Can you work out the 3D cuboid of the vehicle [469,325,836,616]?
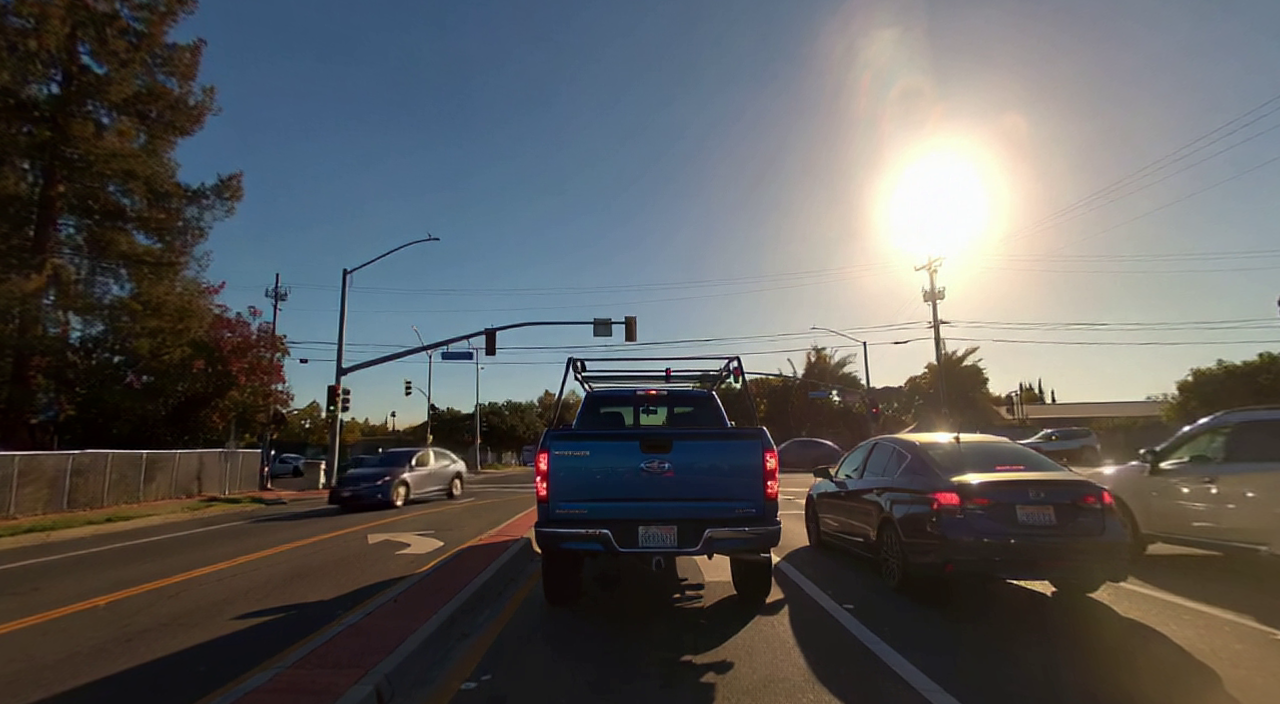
[{"bbox_3d":[0.099,1.356,8.062,2.831,2.284,6.149,0,-8,0],"label":"vehicle"}]

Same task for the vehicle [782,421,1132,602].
[{"bbox_3d":[3.118,1.637,7.362,1.993,1.495,4.060,0,-8,1],"label":"vehicle"}]

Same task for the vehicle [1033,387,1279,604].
[{"bbox_3d":[6.153,1.297,6.013,1.982,1.727,4.352,0,-8,1],"label":"vehicle"}]

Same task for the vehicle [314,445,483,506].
[{"bbox_3d":[-7.260,3.727,19.717,2.378,1.611,5.046,-2,-9,14],"label":"vehicle"}]
